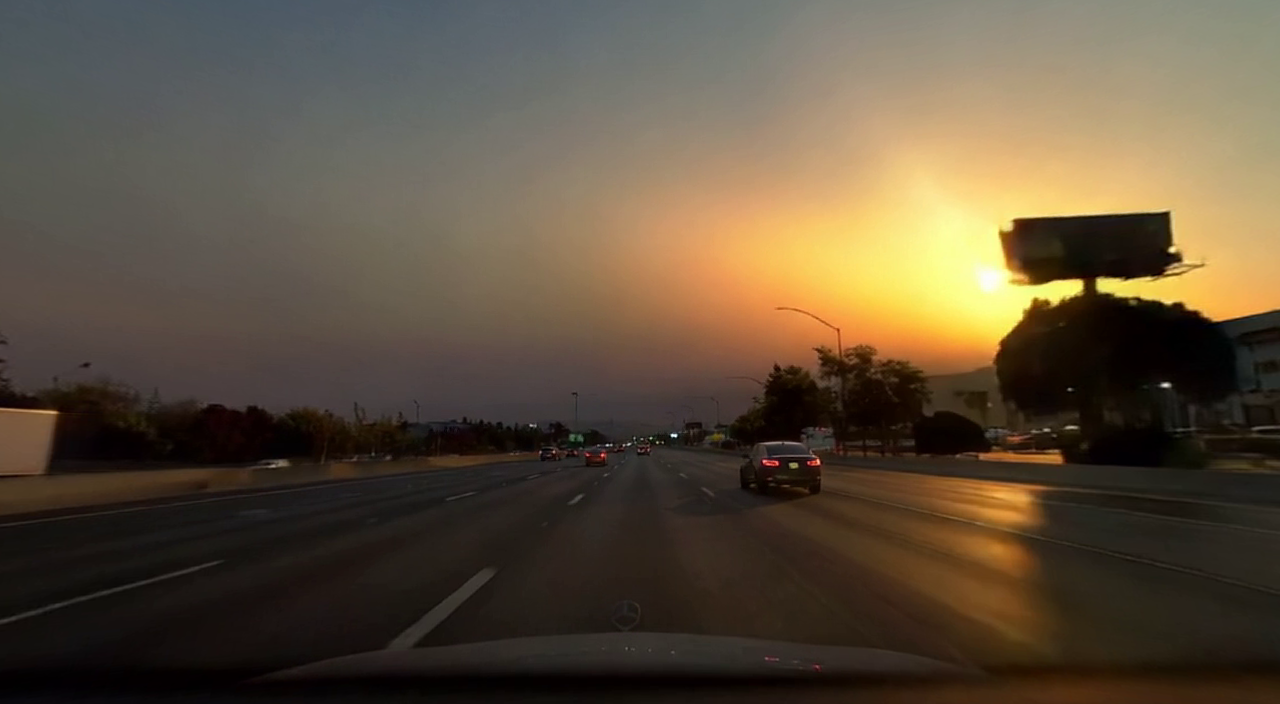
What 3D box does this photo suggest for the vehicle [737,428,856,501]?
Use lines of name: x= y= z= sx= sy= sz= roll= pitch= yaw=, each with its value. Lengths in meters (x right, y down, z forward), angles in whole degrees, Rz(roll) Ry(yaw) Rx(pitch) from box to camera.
vehicle: x=4.234 y=3.135 z=17.949 sx=2.109 sy=1.764 sz=4.704 roll=0 pitch=-9 yaw=-1

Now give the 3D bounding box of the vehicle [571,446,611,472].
vehicle: x=-2.965 y=6.600 z=39.207 sx=2.139 sy=1.510 sz=4.506 roll=0 pitch=-9 yaw=0
